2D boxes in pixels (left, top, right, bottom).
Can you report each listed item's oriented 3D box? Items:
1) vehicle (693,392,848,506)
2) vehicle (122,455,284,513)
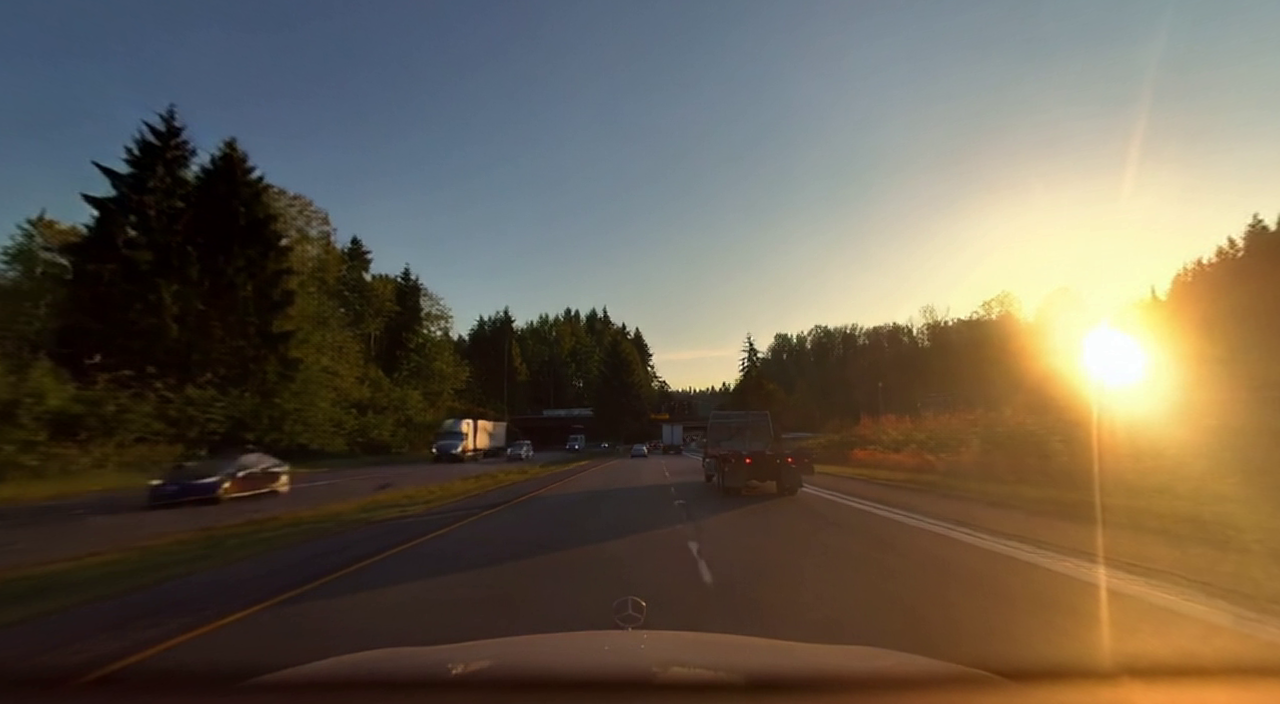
[{"bbox_3d":[3.062,2.531,16.709,2.677,2.439,6.402,0,-8,-1],"label":"vehicle"},{"bbox_3d":[-12.958,3.888,19.068,1.737,1.450,4.343,0,-8,1],"label":"vehicle"}]
